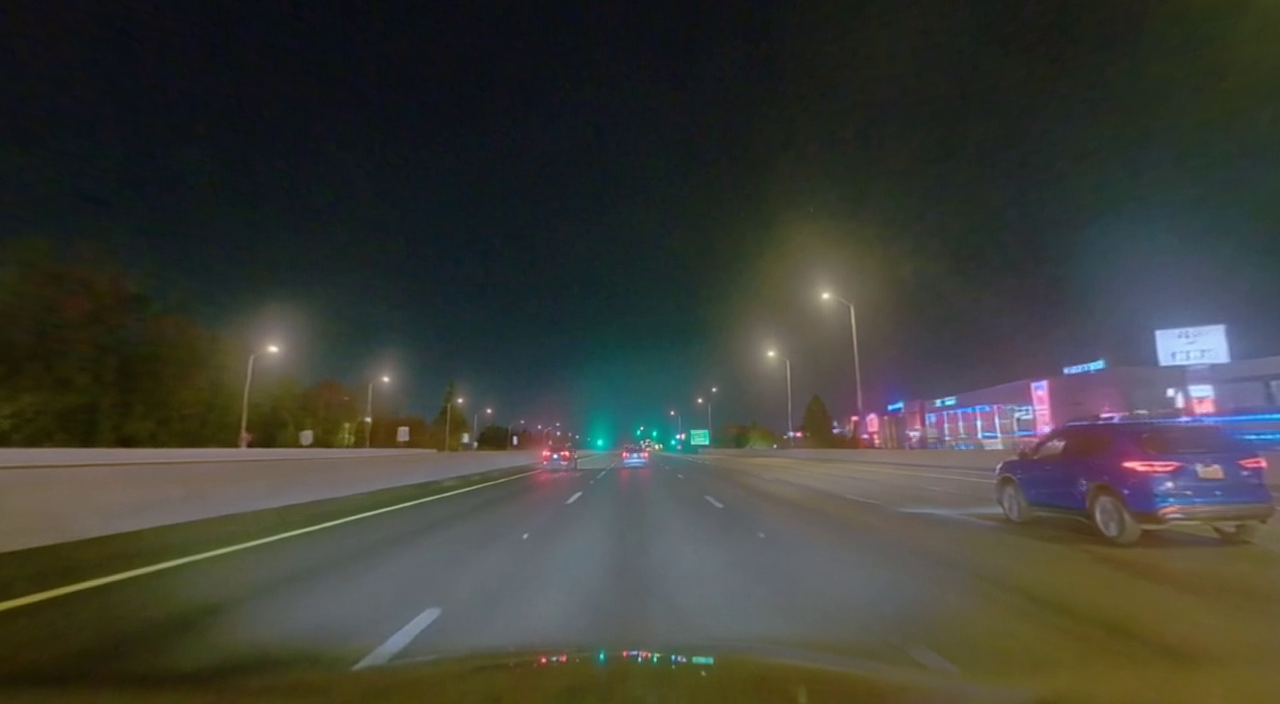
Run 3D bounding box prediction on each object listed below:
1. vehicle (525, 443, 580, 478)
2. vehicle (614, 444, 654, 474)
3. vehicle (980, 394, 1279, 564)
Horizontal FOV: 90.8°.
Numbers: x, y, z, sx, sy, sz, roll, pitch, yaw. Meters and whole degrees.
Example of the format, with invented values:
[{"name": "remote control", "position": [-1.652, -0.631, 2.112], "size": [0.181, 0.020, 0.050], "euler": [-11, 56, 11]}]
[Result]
[{"name": "vehicle", "position": [-3.942, 5.000, 29.348], "size": [1.886, 1.465, 4.625], "euler": [0, -9, 0]}, {"name": "vehicle", "position": [-0.353, 5.638, 33.504], "size": [1.997, 1.485, 4.094], "euler": [0, -9, -1]}, {"name": "vehicle", "position": [7.322, 1.704, 9.177], "size": [2.028, 1.801, 4.741], "euler": [0, -9, -1]}]
